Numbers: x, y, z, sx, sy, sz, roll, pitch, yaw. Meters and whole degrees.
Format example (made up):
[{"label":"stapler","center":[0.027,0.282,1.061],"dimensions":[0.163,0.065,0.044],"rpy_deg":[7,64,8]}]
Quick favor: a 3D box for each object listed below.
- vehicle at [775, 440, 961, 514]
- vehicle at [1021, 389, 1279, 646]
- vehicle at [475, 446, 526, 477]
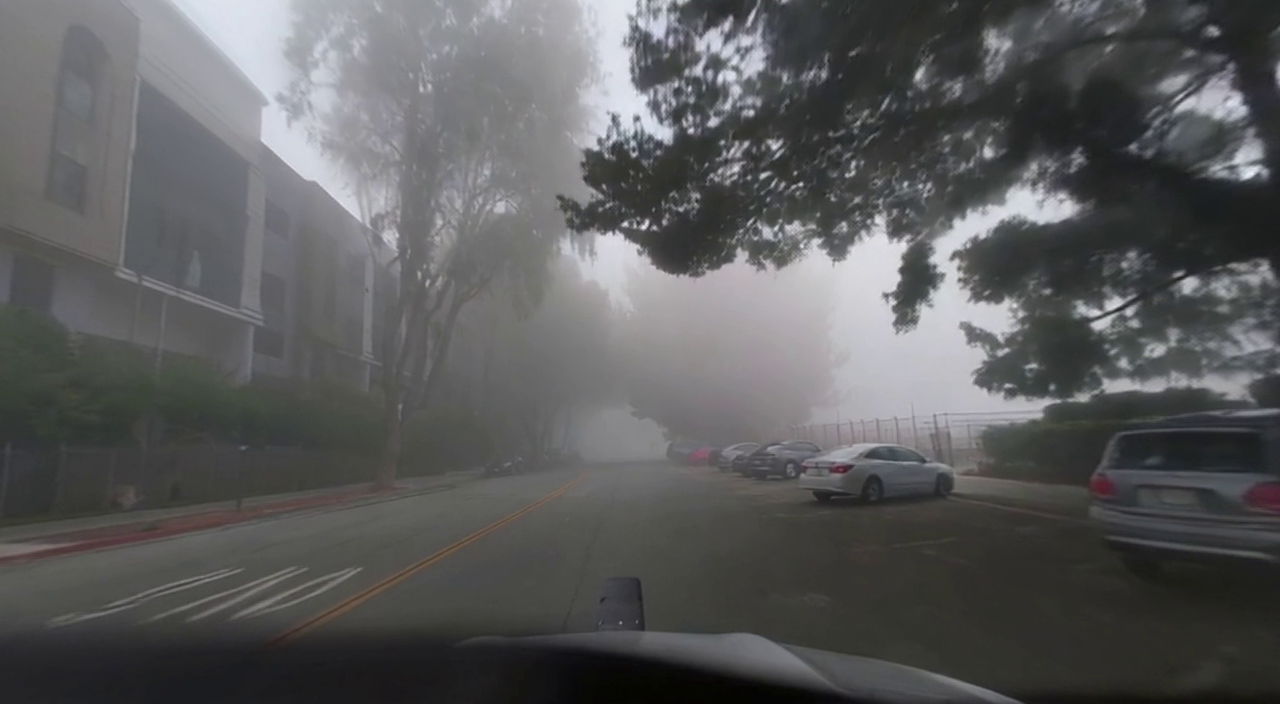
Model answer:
[{"label":"vehicle","center":[5.316,2.824,14.769],"dimensions":[3.752,1.494,2.083],"rpy_deg":[5,-9,-29]},{"label":"vehicle","center":[6.540,1.357,6.326],"dimensions":[5.061,1.829,2.274],"rpy_deg":[2,-8,-29]},{"label":"vehicle","center":[-8.414,6.632,38.523],"dimensions":[2.172,1.707,4.273],"rpy_deg":[0,-8,0]}]
